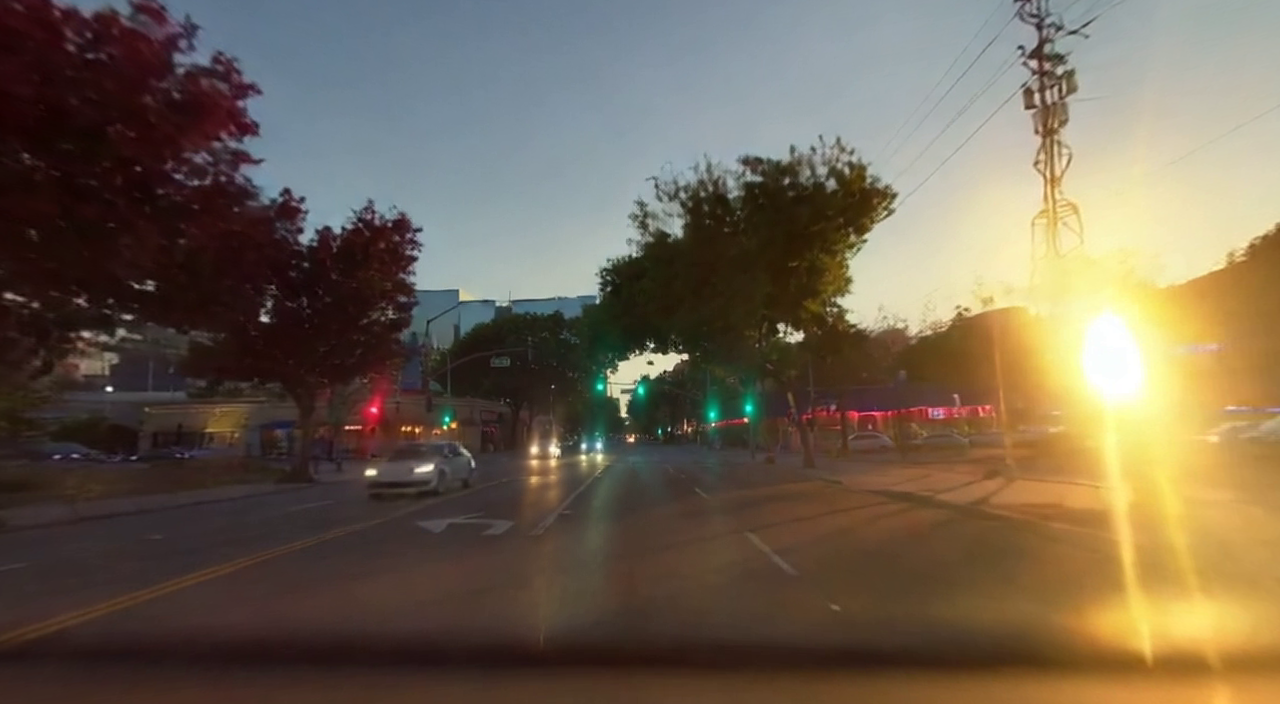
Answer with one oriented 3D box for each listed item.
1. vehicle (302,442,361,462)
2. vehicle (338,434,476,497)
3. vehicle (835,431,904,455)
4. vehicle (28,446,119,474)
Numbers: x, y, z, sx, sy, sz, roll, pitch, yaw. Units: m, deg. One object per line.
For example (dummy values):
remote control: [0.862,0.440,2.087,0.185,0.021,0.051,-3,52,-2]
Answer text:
vehicle: [-24.310,7.871,49.776,3.760,1.480,1.795,2,-8,-13]
vehicle: [-6.177,3.044,17.405,2.097,1.495,4.489,0,-8,0]
vehicle: [16.784,6.679,46.241,4.299,1.679,2.011,0,-8,0]
vehicle: [-38.604,7.350,43.010,4.400,1.668,1.976,-3,-7,2]
